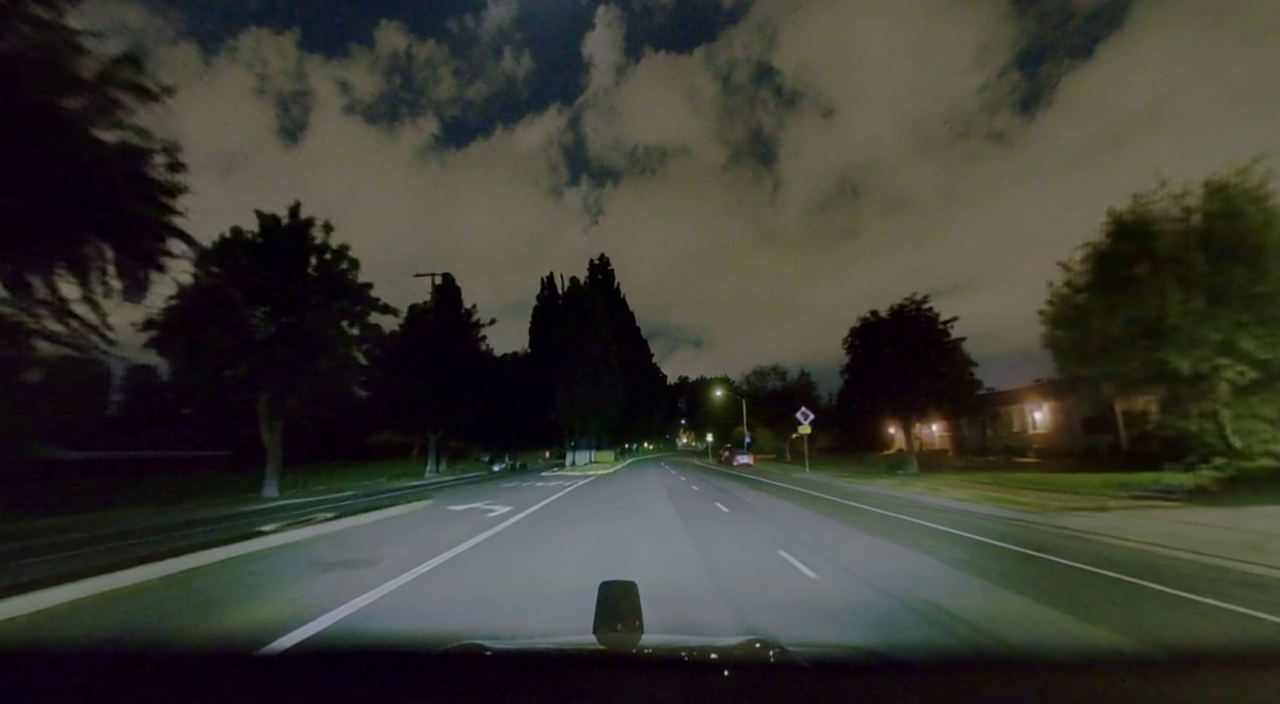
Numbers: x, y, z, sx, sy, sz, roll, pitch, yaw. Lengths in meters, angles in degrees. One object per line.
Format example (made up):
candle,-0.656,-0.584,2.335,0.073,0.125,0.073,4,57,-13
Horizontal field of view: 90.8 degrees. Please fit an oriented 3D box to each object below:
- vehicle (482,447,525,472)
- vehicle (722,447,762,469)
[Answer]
vehicle,-10.530,8.321,49.119,2.095,1.815,4.726,-1,-8,3
vehicle,6.977,7.288,43.639,1.946,1.404,4.609,0,-8,0
